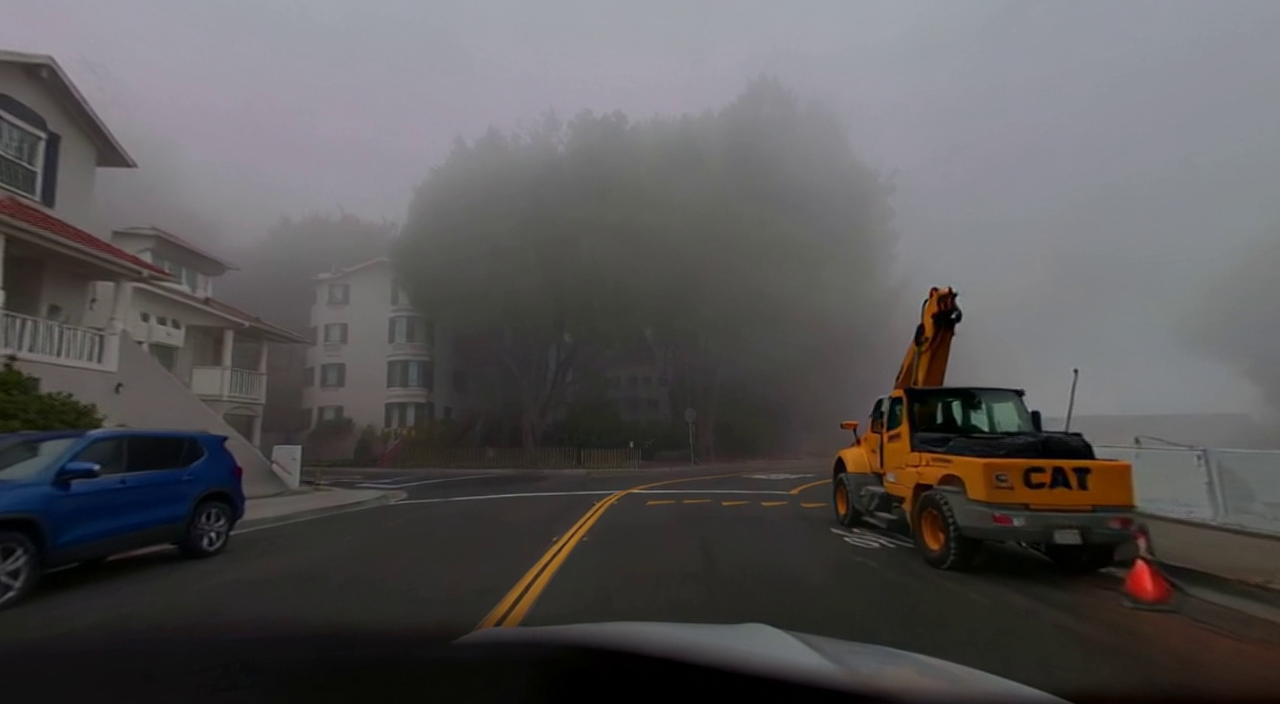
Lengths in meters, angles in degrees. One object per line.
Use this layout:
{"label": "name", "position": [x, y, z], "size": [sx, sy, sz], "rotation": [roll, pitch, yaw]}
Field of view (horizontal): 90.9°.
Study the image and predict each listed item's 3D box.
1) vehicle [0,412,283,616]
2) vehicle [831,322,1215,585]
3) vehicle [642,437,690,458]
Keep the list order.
{"label": "vehicle", "position": [-6.686, 1.668, 7.301], "size": [2.220, 1.765, 4.799], "rotation": [0, -8, 1]}
{"label": "vehicle", "position": [4.383, 1.249, 8.132], "size": [2.501, 2.613, 3.505], "rotation": [1, -9, -3]}
{"label": "vehicle", "position": [1.962, 7.441, 49.251], "size": [3.629, 1.578, 1.802], "rotation": [0, -9, -1]}
